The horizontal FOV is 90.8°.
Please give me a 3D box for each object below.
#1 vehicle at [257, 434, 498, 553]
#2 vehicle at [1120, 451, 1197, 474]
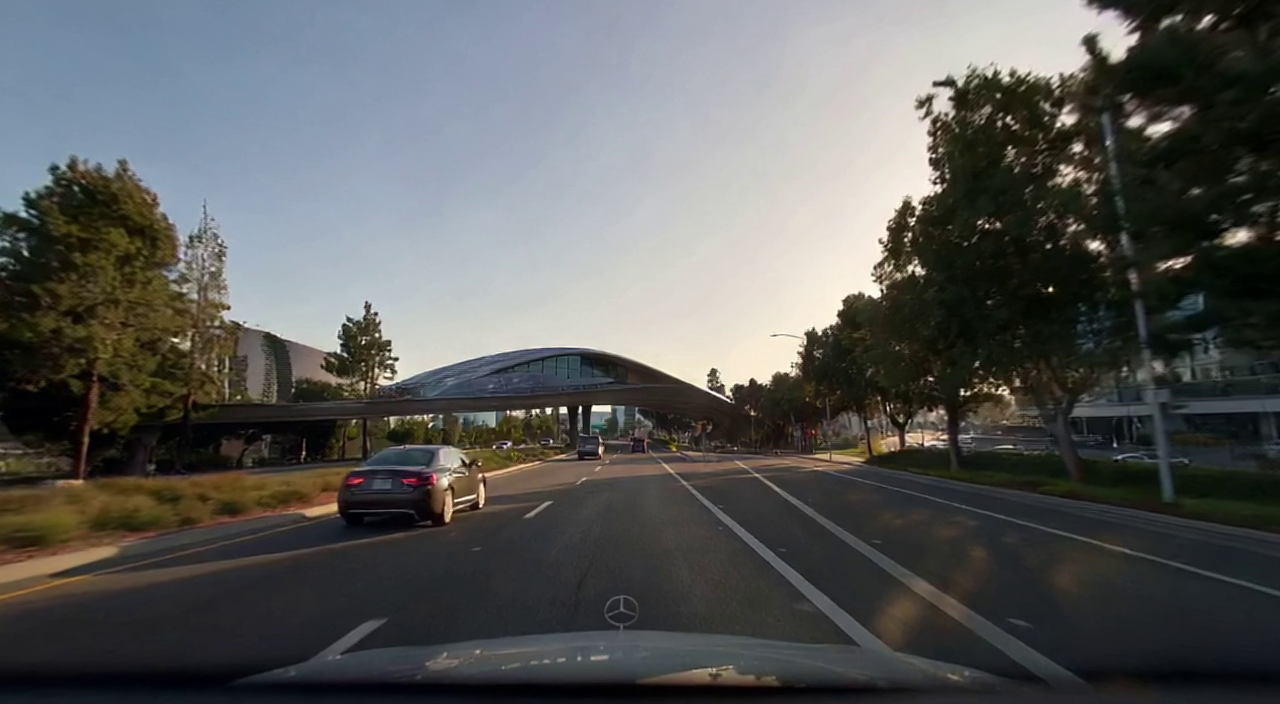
[{"bbox_3d":[-3.919,2.171,10.540,1.984,1.521,4.682,0,-8,0],"label":"vehicle"},{"bbox_3d":[38.175,8.106,46.528,4.389,1.446,1.938,-1,-8,-13],"label":"vehicle"}]
